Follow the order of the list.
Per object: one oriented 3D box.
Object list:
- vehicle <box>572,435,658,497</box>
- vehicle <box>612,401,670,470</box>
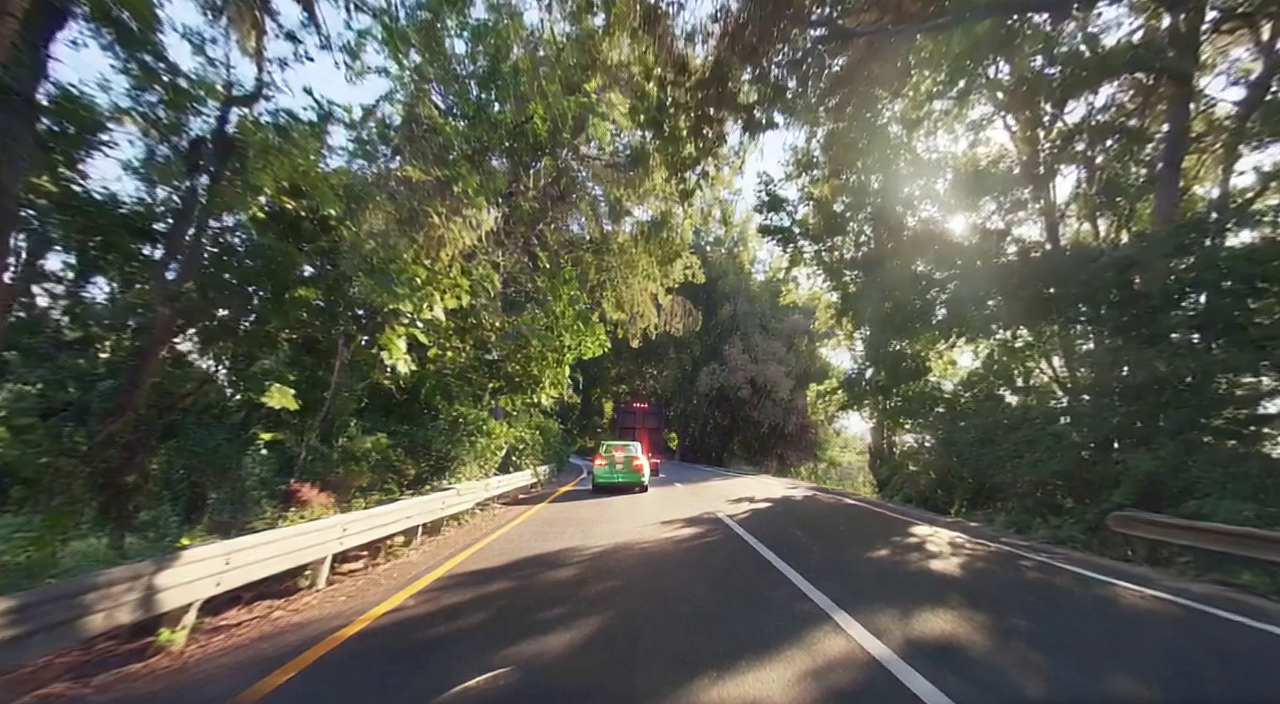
[{"bbox_3d":[-0.597,3.097,17.445,2.076,1.490,4.078,0,-9,0],"label":"vehicle"},{"bbox_3d":[-0.012,5.338,39.513,3.085,3.682,11.755,0,-9,-1],"label":"vehicle"}]
